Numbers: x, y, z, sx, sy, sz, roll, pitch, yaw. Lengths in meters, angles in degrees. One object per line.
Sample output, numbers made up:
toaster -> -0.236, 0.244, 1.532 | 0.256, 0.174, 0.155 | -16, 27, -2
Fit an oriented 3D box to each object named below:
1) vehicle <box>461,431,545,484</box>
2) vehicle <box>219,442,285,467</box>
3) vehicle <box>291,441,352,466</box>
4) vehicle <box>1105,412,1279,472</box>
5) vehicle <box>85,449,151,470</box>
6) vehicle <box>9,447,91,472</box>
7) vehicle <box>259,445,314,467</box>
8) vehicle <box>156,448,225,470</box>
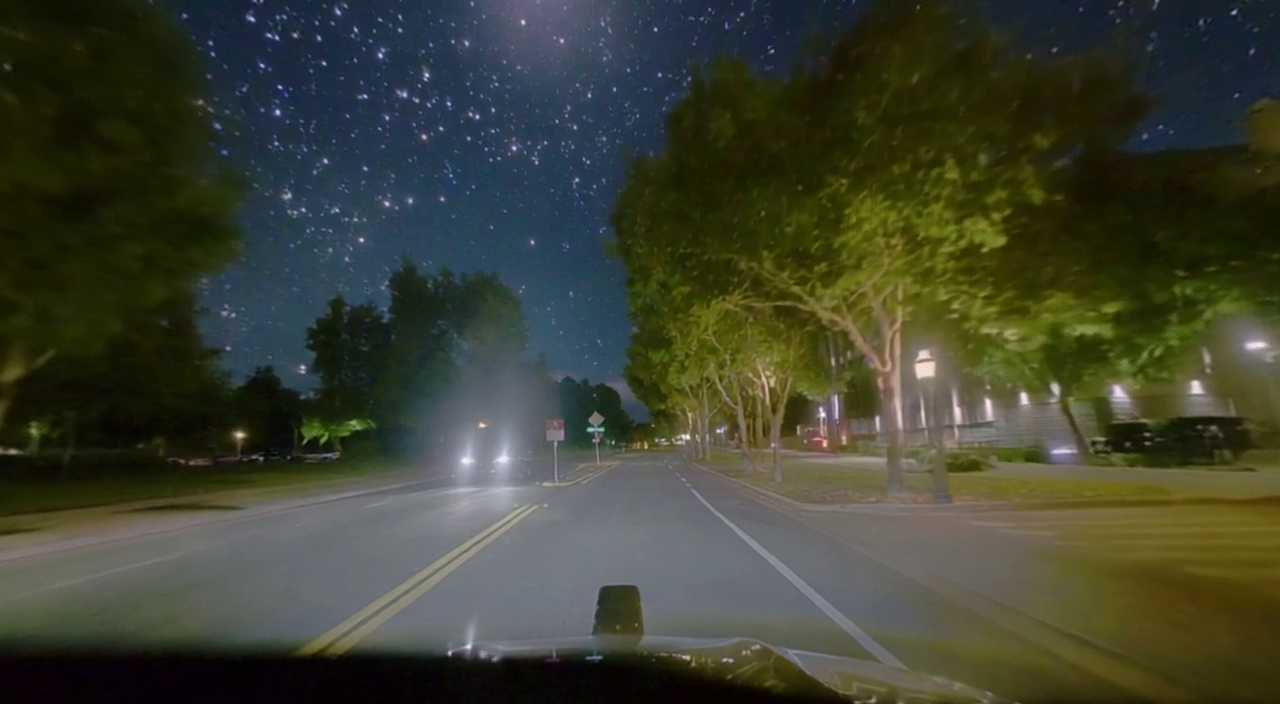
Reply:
vehicle -> -5.442, 4.278, 25.965 | 2.252, 1.936, 5.538 | -1, -8, 0
vehicle -> -28.463, 7.518, 46.537 | 1.977, 1.701, 4.396 | -1, -8, 2
vehicle -> -23.327, 7.479, 46.454 | 1.850, 1.662, 4.580 | 1, -10, 3
vehicle -> 20.441, 3.343, 23.421 | 4.593, 1.776, 2.094 | -4, -9, -1
vehicle -> -39.000, 8.058, 47.334 | 1.666, 1.471, 3.630 | 2, -10, 2
vehicle -> -44.239, 8.095, 47.490 | 1.823, 1.673, 4.232 | -4, -10, 5
vehicle -> -26.006, 7.629, 46.612 | 1.641, 1.505, 4.016 | -1, -9, 2
vehicle -> -33.563, 7.962, 47.320 | 1.785, 1.493, 4.343 | -1, -8, 4
